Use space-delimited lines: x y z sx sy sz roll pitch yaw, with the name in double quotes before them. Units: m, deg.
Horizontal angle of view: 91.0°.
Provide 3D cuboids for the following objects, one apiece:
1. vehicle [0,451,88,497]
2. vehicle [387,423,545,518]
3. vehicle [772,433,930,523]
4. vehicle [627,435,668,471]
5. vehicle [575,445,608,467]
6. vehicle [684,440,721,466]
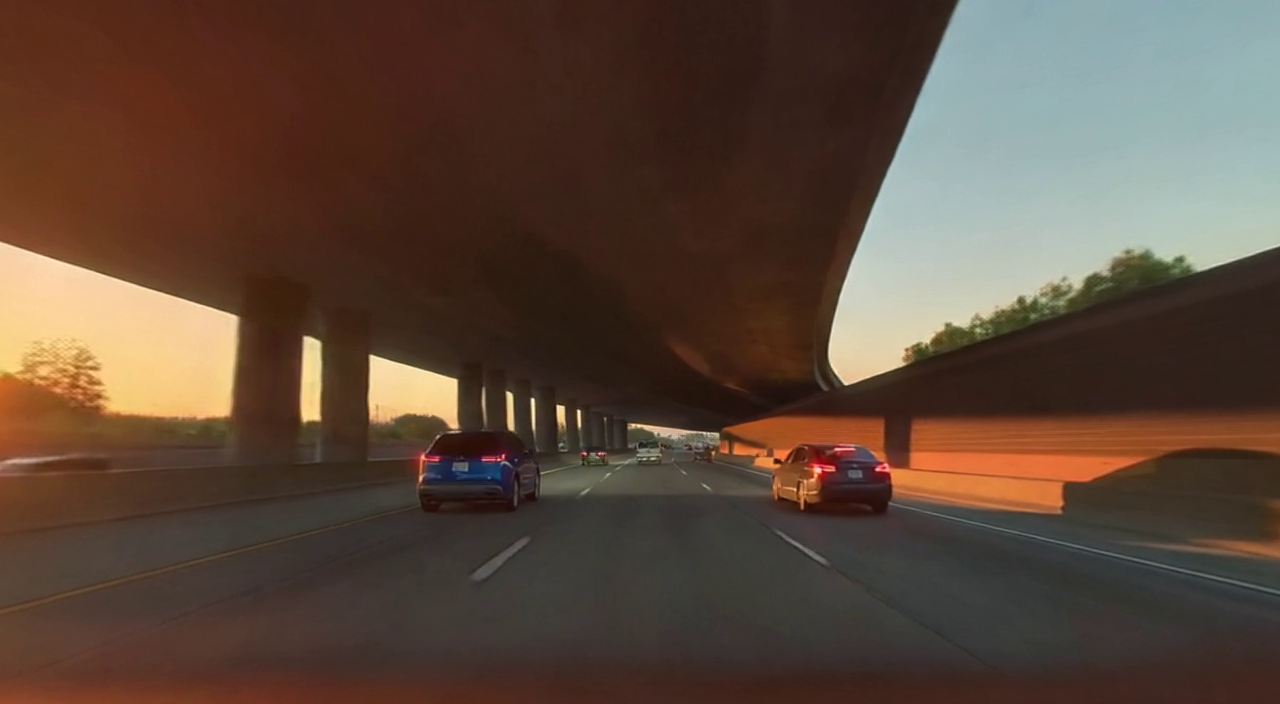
"vehicle" -23.401 4.439 23.057 1.918 1.555 4.687 0 -9 3
"vehicle" -3.582 2.550 14.014 2.089 1.751 4.515 0 -9 2
"vehicle" 4.097 2.504 12.984 1.959 1.554 3.795 0 -9 1
"vehicle" 0.410 5.755 35.947 2.155 1.909 4.529 0 -9 0
"vehicle" -3.462 7.497 45.632 1.994 1.475 4.171 0 -9 1
"vehicle" 4.606 7.502 46.905 2.231 1.807 4.588 0 -9 0
